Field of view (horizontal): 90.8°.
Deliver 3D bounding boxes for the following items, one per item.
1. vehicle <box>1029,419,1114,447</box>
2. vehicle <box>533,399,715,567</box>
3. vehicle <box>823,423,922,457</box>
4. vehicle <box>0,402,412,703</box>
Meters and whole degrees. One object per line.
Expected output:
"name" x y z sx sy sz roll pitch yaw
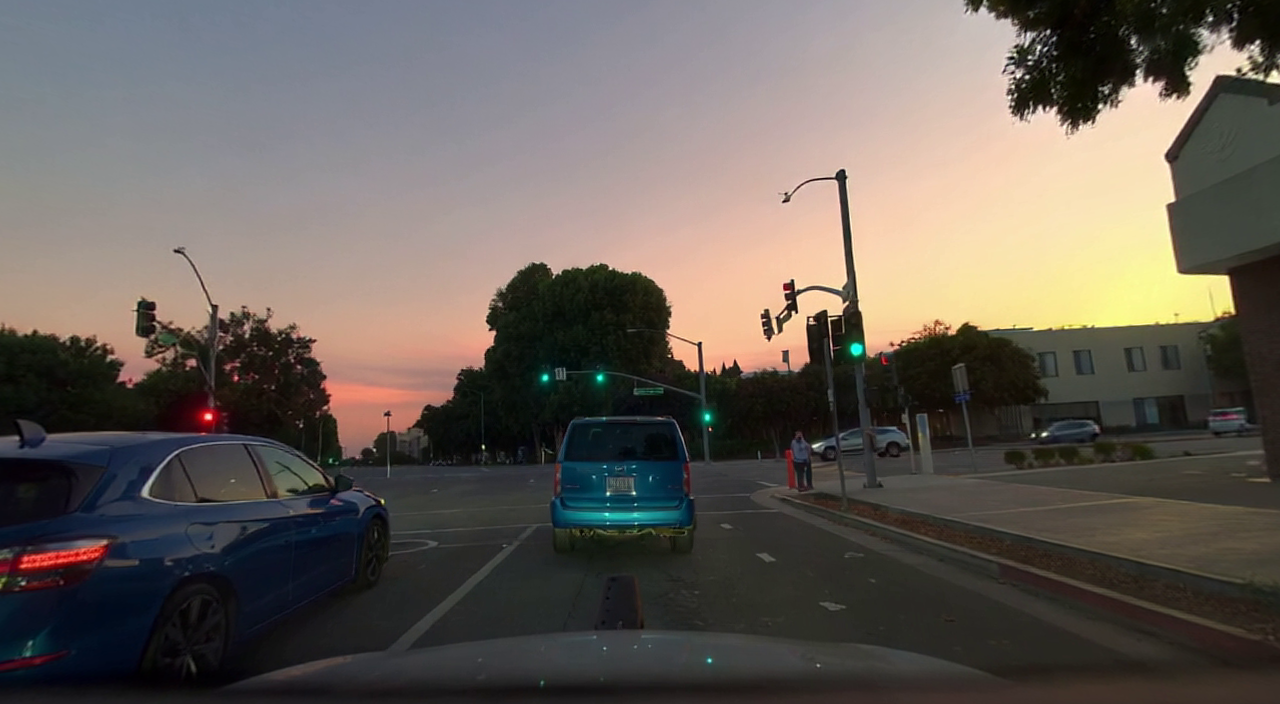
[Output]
"vehicle" 24.804 4.668 36.307 3.830 1.545 2.006 3 -9 -19
"vehicle" -0.182 1.796 9.345 2.059 1.877 4.249 0 -8 0
"vehicle" 12.917 4.903 35.137 4.872 1.806 2.107 3 -9 -20
"vehicle" -3.381 1.264 4.549 2.011 1.527 4.008 0 -8 -1
